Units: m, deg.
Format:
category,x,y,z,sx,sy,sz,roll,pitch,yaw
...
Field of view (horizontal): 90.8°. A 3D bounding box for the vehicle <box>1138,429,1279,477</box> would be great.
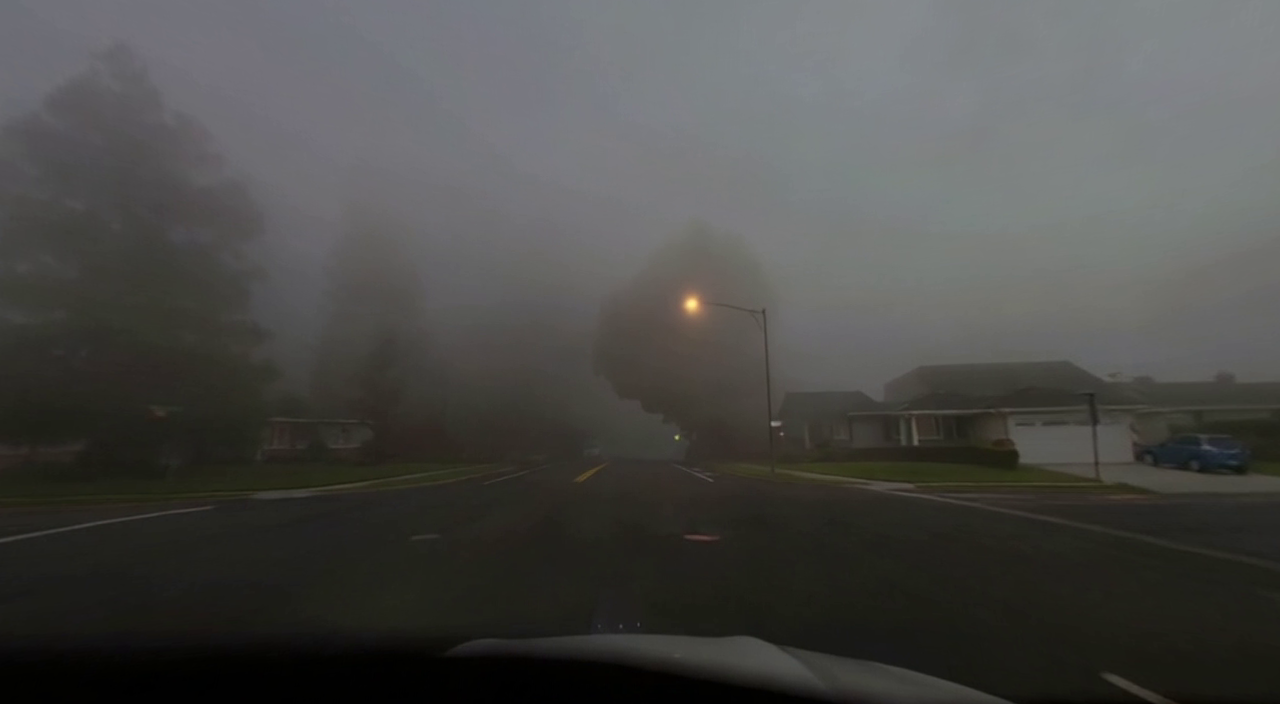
category,x,y,z,sx,sy,sz,roll,pitch,yaw
vehicle,23.095,3.986,25.509,1.879,1.584,4.761,1,-5,-5
